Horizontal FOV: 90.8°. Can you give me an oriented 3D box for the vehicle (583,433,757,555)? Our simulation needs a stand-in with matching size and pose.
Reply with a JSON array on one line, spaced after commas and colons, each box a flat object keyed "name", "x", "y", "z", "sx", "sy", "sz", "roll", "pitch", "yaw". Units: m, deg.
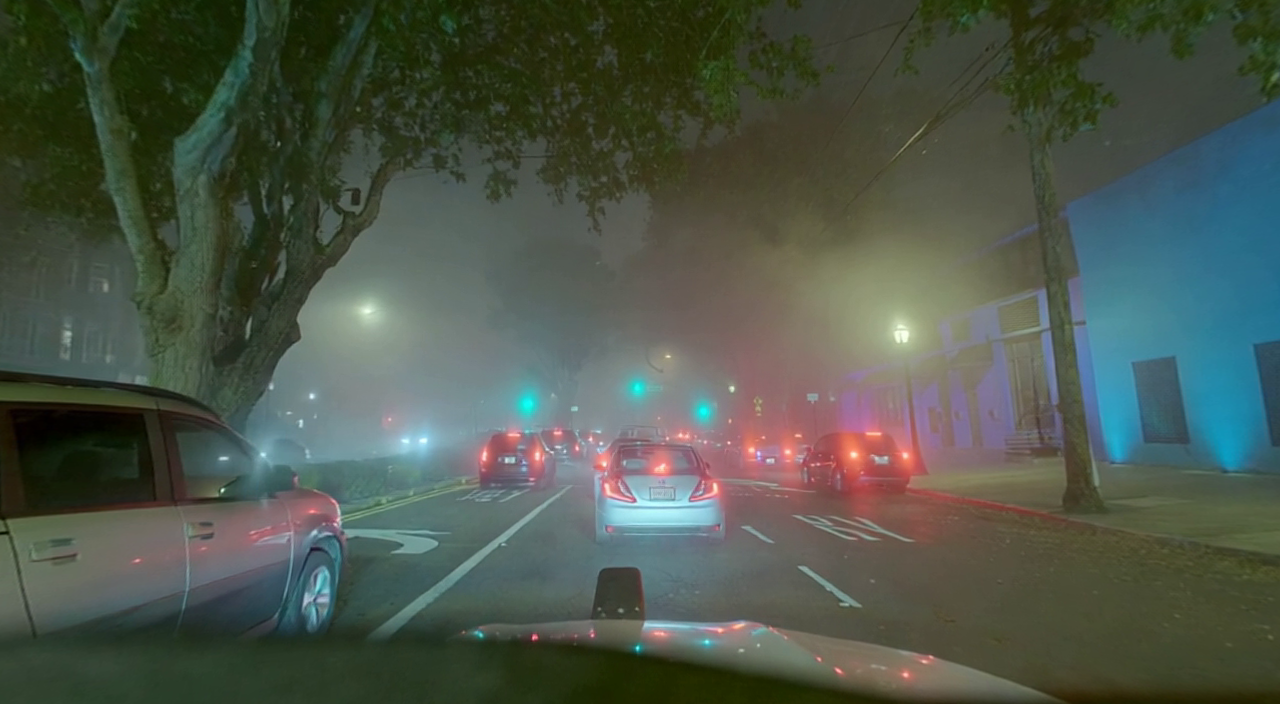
[{"name": "vehicle", "x": 0.272, "y": 1.996, "z": 9.573, "sx": 2.095, "sy": 1.438, "sz": 3.843, "roll": 0, "pitch": -9, "yaw": -3}]

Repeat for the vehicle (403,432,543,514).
[{"name": "vehicle", "x": -3.507, "y": 2.623, "z": 14.219, "sx": 1.901, "sy": 1.522, "sz": 4.556, "roll": 0, "pitch": -9, "yaw": 0}]

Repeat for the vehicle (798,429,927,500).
[{"name": "vehicle", "x": 6.339, "y": 3.253, "z": 18.675, "sx": 2.025, "sy": 1.808, "sz": 4.579, "roll": 0, "pitch": -9, "yaw": -2}]

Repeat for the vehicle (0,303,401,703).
[{"name": "vehicle", "x": -3.268, "y": 0.933, "z": 3.397, "sx": 2.152, "sy": 1.802, "sz": 4.628, "roll": 0, "pitch": -9, "yaw": 0}]
